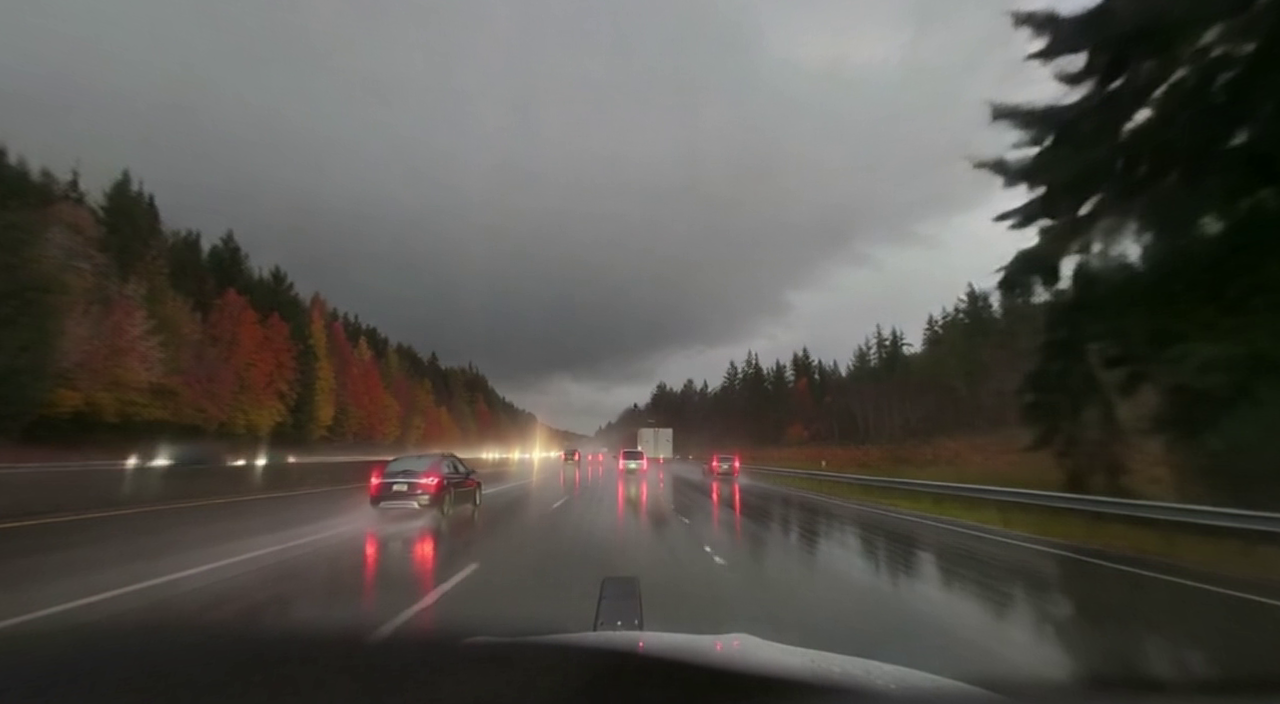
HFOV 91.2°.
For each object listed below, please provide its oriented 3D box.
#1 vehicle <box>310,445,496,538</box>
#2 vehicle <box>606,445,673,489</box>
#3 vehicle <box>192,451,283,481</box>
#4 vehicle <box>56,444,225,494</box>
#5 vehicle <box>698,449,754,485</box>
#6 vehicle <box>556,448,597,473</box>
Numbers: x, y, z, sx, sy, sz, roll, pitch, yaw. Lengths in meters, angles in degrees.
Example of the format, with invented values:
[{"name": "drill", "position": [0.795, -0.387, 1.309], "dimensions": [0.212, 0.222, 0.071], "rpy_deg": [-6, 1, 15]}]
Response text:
[{"name": "vehicle", "position": [-4.306, 2.575, 12.214], "dimensions": [2.017, 1.469, 4.113], "rpy_deg": [0, -9, 0]}, {"name": "vehicle", "position": [-0.041, 4.891, 26.956], "dimensions": [2.634, 1.679, 4.070], "rpy_deg": [0, -9, -1]}, {"name": "vehicle", "position": [-22.418, 6.339, 35.144], "dimensions": [2.012, 1.564, 4.573], "rpy_deg": [0, -9, 0]}, {"name": "vehicle", "position": [-18.342, 4.296, 23.445], "dimensions": [2.186, 1.631, 4.951], "rpy_deg": [0, -9, 1]}, {"name": "vehicle", "position": [4.102, 5.535, 30.524], "dimensions": [2.035, 1.571, 4.413], "rpy_deg": [0, -9, -1]}, {"name": "vehicle", "position": [-4.619, 7.972, 46.211], "dimensions": [2.545, 1.679, 4.267], "rpy_deg": [0, -9, 0]}]
